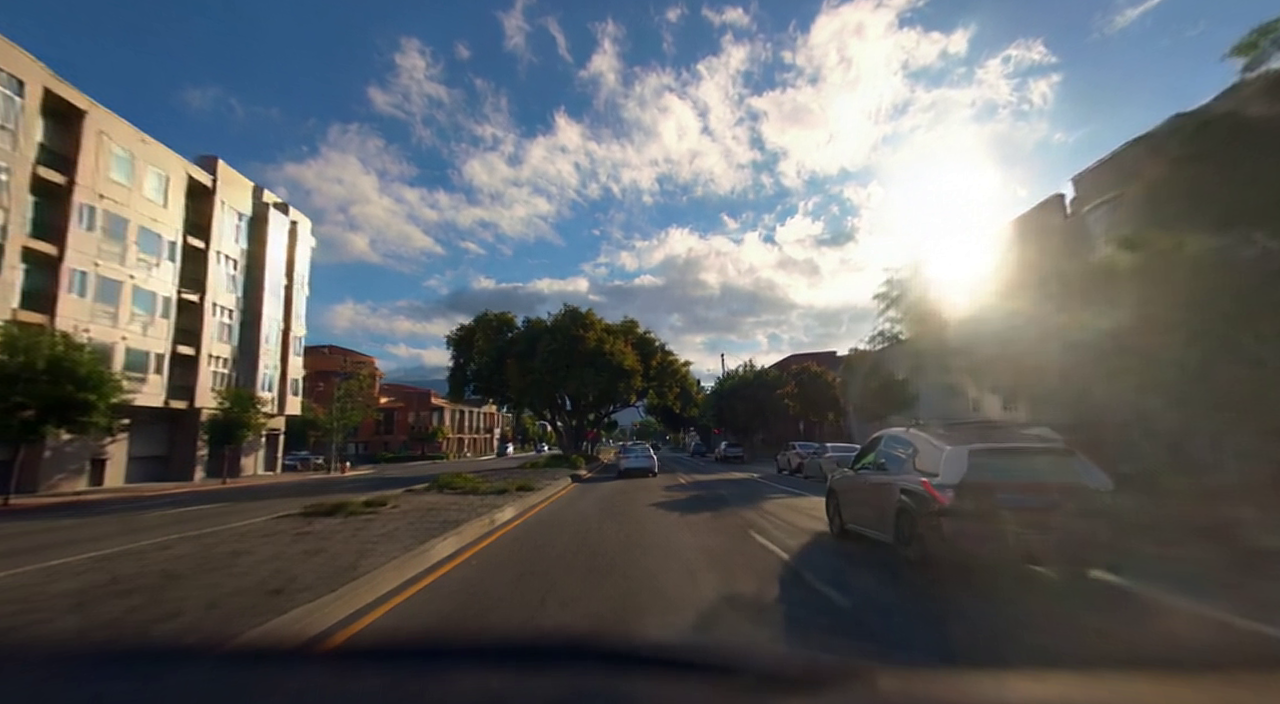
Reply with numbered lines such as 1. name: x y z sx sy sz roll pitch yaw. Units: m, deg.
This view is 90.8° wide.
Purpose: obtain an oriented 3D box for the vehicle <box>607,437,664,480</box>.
1. vehicle: -0.175 4.046 24.153 2.006 1.487 3.535 0 -9 0

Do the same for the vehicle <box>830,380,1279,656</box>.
1. vehicle: 3.478 1.337 6.072 1.949 1.723 4.020 0 -9 -1

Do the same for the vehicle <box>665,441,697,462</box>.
1. vehicle: 3.012 7.401 46.943 1.910 1.474 4.003 0 -9 -2

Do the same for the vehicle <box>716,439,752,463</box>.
1. vehicle: 7.281 7.745 49.374 2.115 1.739 4.528 0 -9 -1
